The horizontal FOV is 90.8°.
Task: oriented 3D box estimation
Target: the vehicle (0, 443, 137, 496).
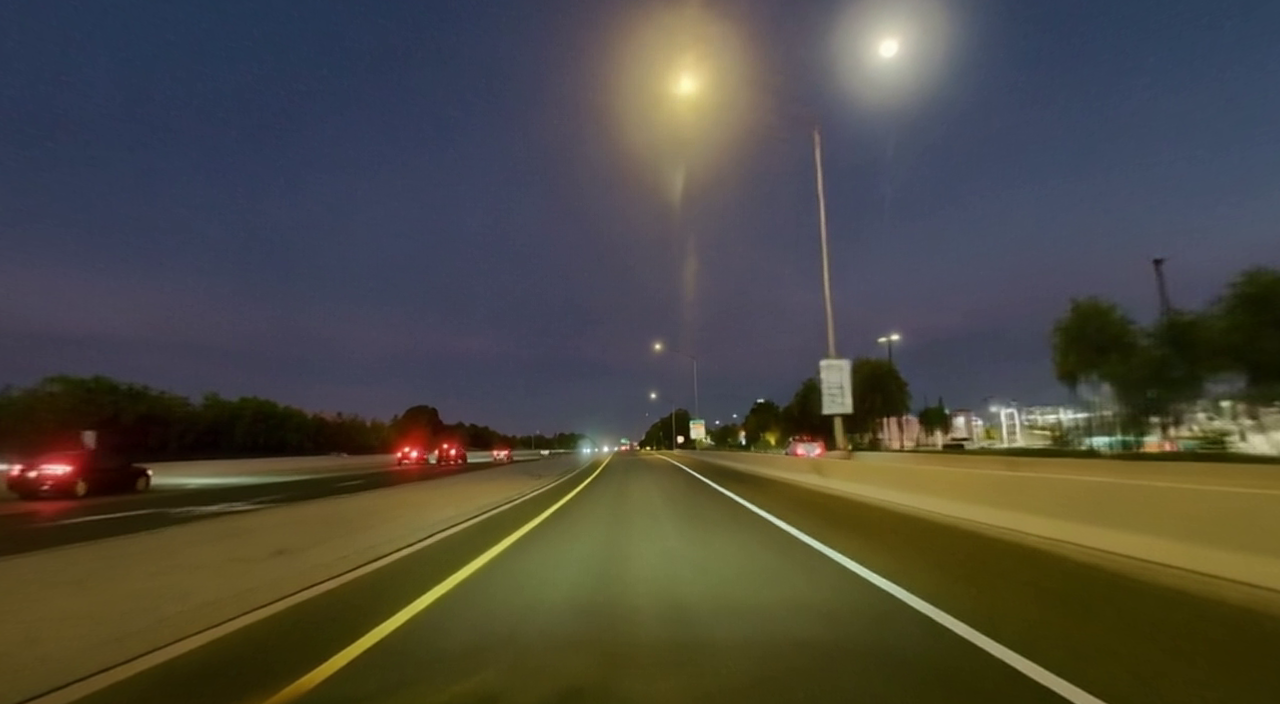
[{"bbox_3d":[-19.314,3.782,20.707,2.068,1.518,4.438,0,-9,-2],"label":"vehicle"}]
